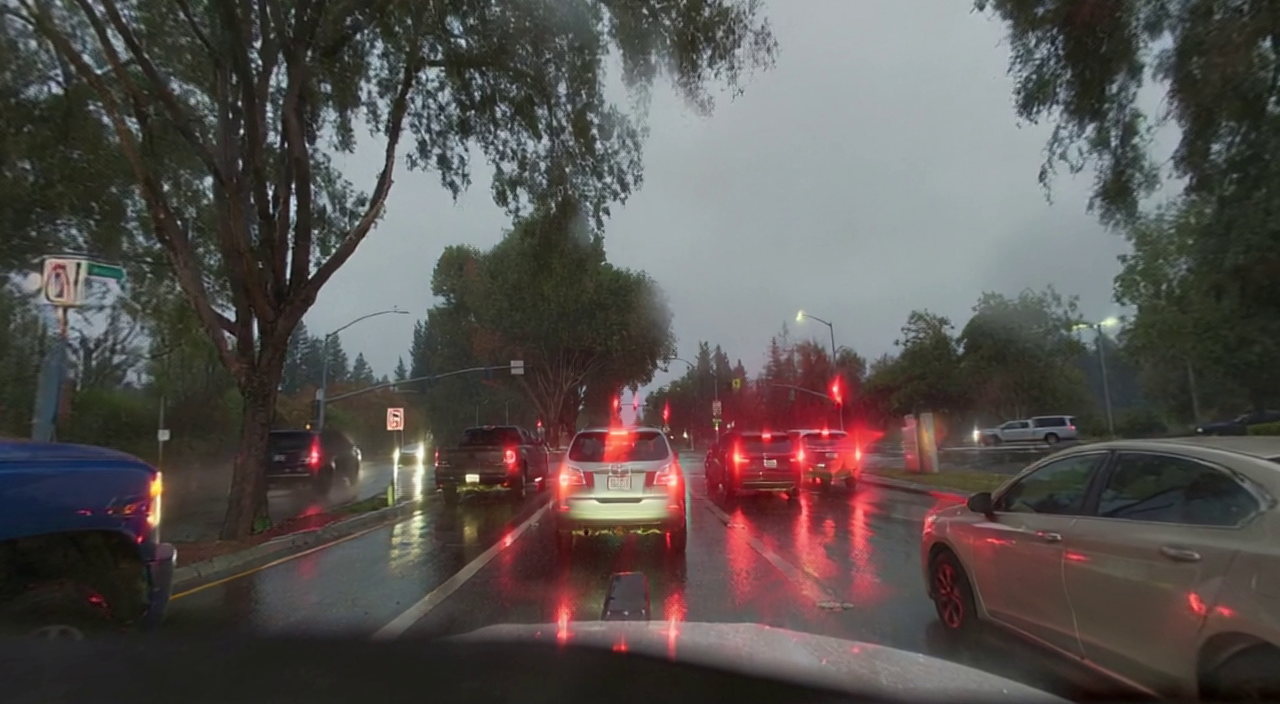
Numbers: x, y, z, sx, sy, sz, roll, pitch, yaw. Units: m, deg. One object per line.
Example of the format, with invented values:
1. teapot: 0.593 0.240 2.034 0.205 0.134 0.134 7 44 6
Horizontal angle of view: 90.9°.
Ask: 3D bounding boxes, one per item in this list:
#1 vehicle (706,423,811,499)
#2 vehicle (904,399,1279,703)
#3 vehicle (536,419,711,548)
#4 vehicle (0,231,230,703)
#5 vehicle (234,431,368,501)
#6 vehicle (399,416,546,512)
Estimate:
1. vehicle: 3.176 3.040 17.922 2.102 1.841 4.587 0 -8 0
2. vehicle: 3.017 0.968 2.533 1.874 1.477 4.698 0 -8 0
3. vehicle: -0.222 1.939 9.877 2.194 1.607 3.690 0 -8 0
4. vehicle: -3.480 0.350 0.305 2.656 2.021 5.800 0 -8 0
5. vehicle: -9.217 3.095 17.655 2.122 1.653 4.807 2 -9 -14
6. vehicle: -3.632 2.526 14.674 2.089 1.857 4.488 0 -8 1
